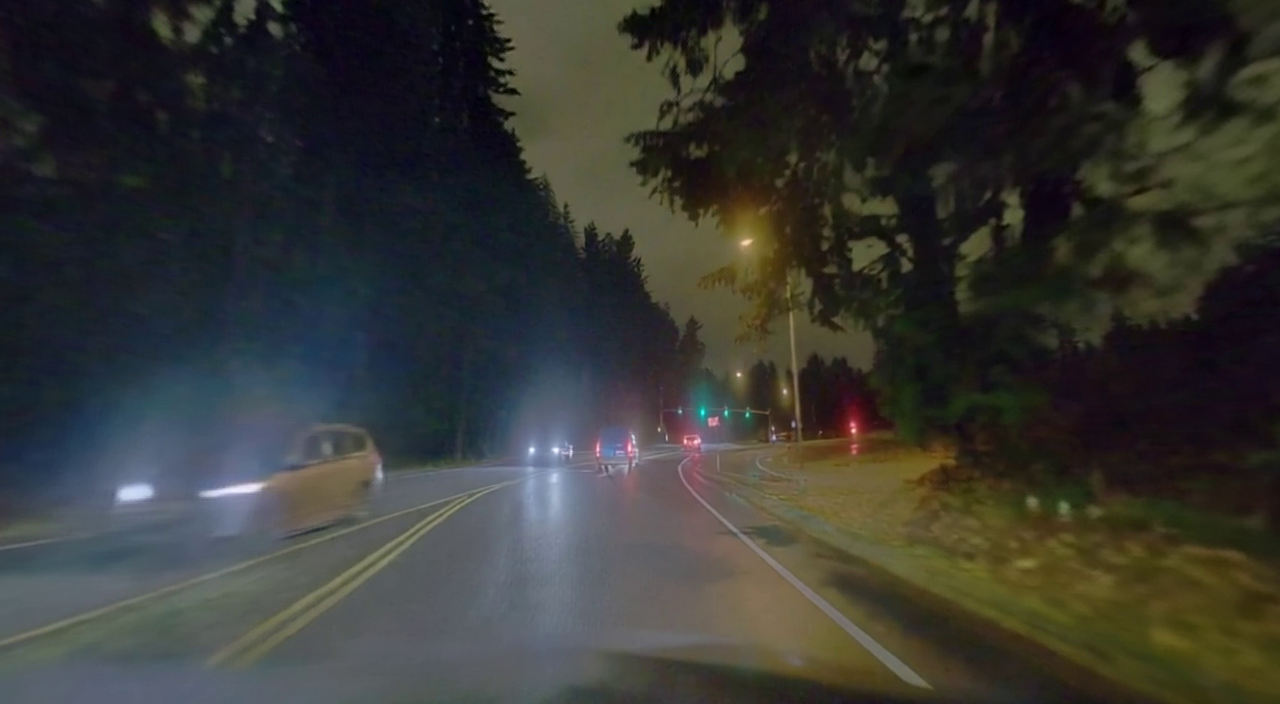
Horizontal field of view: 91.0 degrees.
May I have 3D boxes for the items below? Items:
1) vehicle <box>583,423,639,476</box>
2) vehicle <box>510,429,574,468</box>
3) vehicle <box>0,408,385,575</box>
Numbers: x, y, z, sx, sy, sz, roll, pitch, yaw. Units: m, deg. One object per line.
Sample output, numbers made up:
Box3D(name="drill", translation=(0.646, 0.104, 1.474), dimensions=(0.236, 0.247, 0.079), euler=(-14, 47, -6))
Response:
Box3D(name="vehicle", translation=(-1.221, 4.510, 29.205), dimensions=(2.362, 2.185, 5.212), euler=(0, -8, 0))
Box3D(name="vehicle", translation=(-5.335, 5.401, 35.208), dimensions=(2.295, 1.981, 5.836), euler=(0, -8, 4))
Box3D(name="vehicle", translation=(-5.476, 1.724, 8.585), dimensions=(2.051, 1.648, 4.451), euler=(0, -8, 1))
